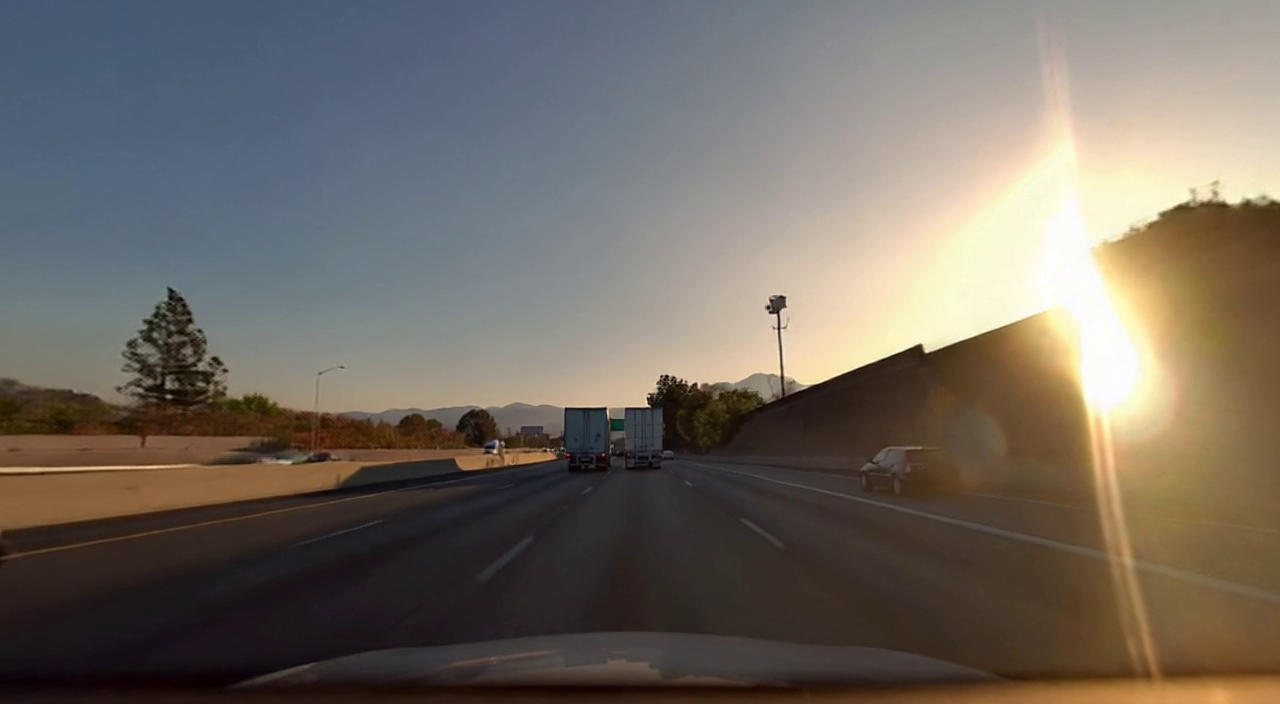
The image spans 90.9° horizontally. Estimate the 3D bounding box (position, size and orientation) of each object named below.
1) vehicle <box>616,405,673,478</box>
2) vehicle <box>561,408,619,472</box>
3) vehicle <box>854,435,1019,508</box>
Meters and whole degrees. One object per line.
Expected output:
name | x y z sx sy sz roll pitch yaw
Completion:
vehicle | 0.226 5.494 40.407 3.054 3.944 11.230 -1 -6 0
vehicle | -3.282 6.260 44.637 2.962 3.947 11.574 0 -8 1
vehicle | 7.239 2.944 16.032 1.969 1.560 4.394 0 -8 -1
